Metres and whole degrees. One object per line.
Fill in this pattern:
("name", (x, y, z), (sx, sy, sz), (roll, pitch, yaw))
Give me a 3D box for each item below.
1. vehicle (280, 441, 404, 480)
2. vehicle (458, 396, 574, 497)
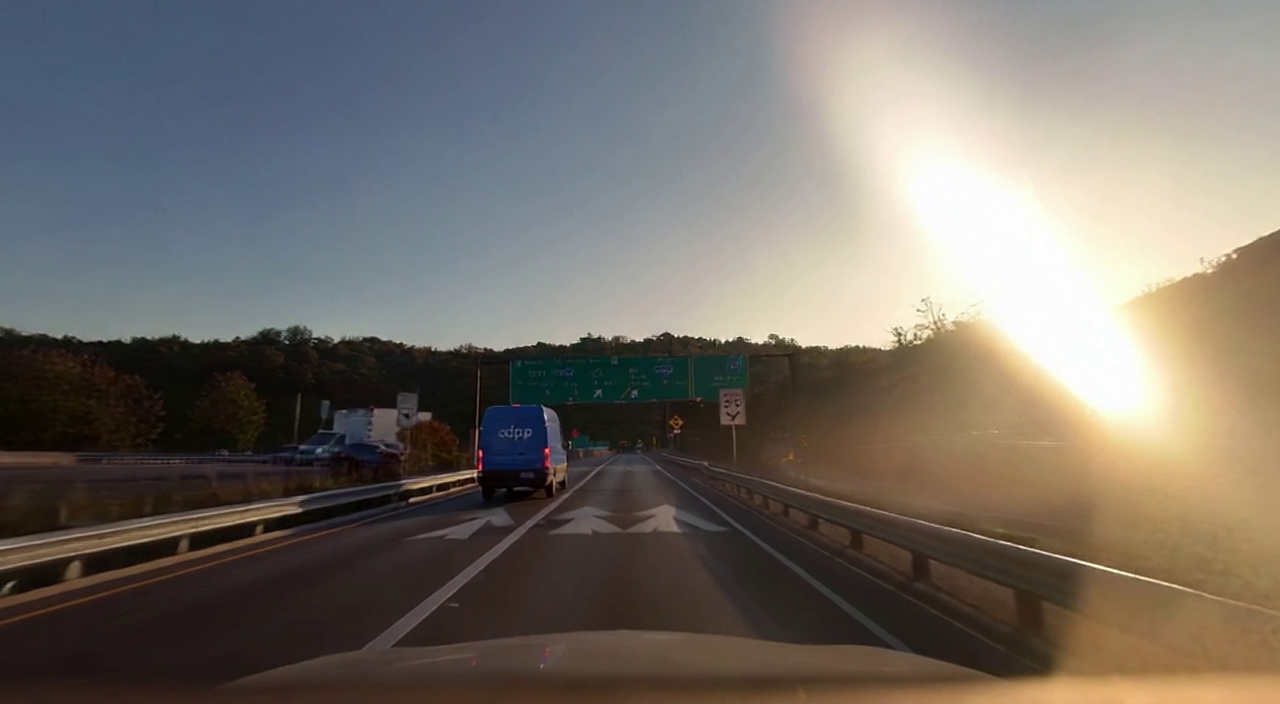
("vehicle", (-12.543, 4.594, 26.721), (4.396, 1.557, 1.952), (2, -9, -15))
("vehicle", (-3.623, 3.027, 20.100), (2.463, 2.640, 7.034), (0, -9, -2))
